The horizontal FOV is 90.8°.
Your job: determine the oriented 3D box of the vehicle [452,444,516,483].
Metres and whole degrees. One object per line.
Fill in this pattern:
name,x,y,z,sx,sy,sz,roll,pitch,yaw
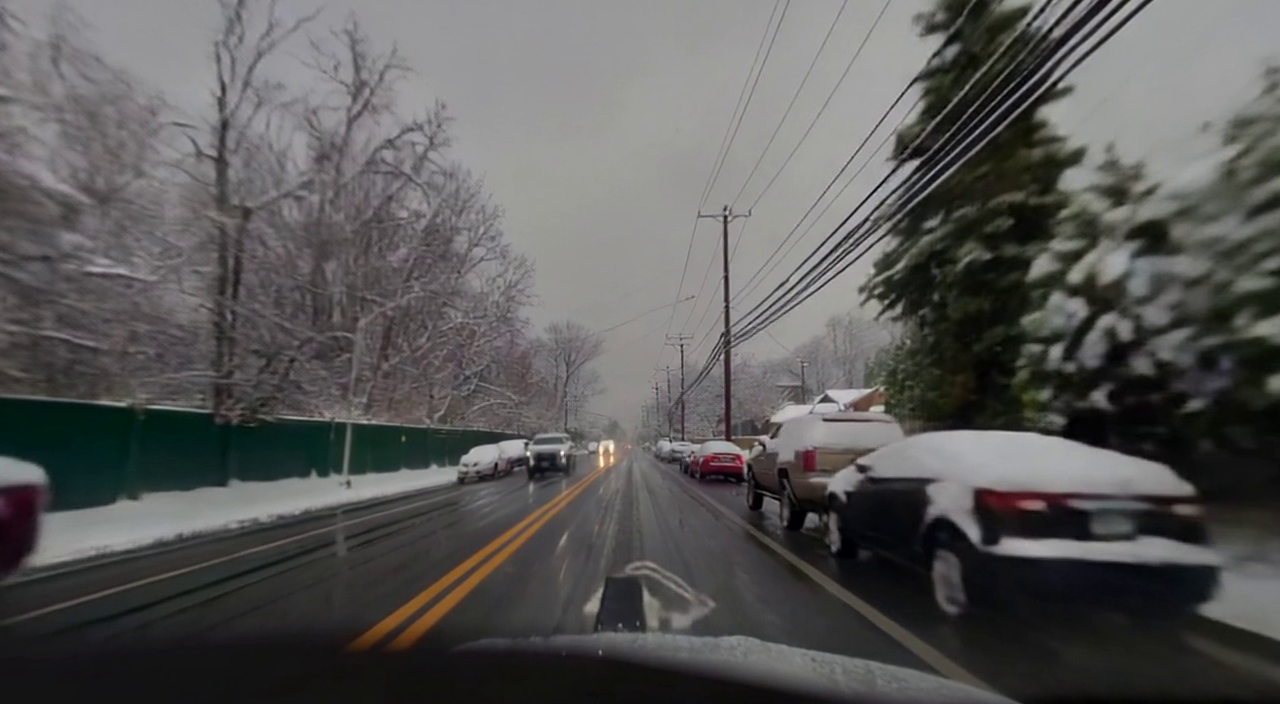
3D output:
vehicle,-6.845,4.912,28.157,1.866,1.487,4.416,-1,-8,-2

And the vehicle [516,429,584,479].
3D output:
vehicle,-3.755,4.394,27.358,2.194,1.935,4.807,0,-9,1

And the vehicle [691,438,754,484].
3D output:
vehicle,3.114,4.205,24.613,1.826,1.614,4.241,0,-9,-1

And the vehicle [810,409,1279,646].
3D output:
vehicle,3.378,1.469,6.414,1.914,1.520,4.455,0,-8,-2

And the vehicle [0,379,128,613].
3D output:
vehicle,-6.654,1.073,3.989,2.195,2.033,5.741,-1,-8,-2
